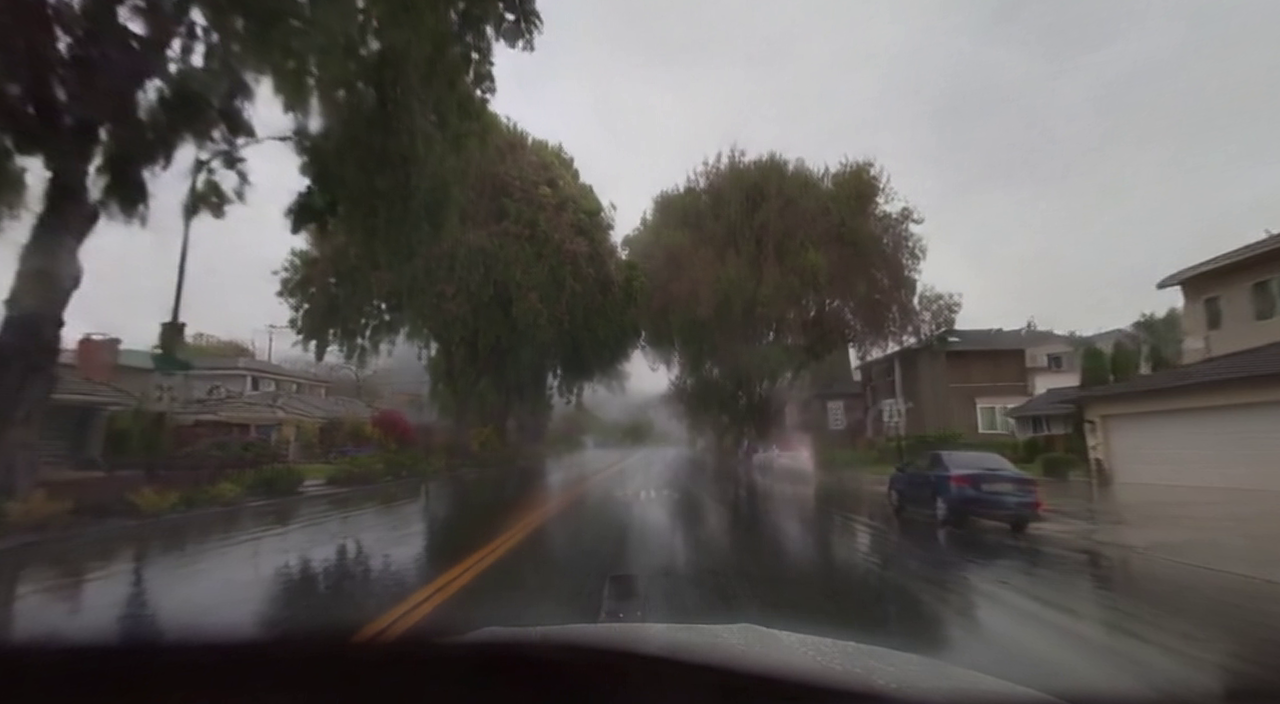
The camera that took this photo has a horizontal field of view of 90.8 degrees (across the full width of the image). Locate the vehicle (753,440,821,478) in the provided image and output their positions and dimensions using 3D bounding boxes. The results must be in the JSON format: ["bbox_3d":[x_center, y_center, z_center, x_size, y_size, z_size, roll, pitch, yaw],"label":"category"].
[{"bbox_3d":[6.507,4.762,28.417,1.893,1.543,4.434,0,-8,-1],"label":"vehicle"}]

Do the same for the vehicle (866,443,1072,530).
[{"bbox_3d":[6.483,2.648,13.134,1.913,1.479,4.209,0,-8,-2],"label":"vehicle"}]
